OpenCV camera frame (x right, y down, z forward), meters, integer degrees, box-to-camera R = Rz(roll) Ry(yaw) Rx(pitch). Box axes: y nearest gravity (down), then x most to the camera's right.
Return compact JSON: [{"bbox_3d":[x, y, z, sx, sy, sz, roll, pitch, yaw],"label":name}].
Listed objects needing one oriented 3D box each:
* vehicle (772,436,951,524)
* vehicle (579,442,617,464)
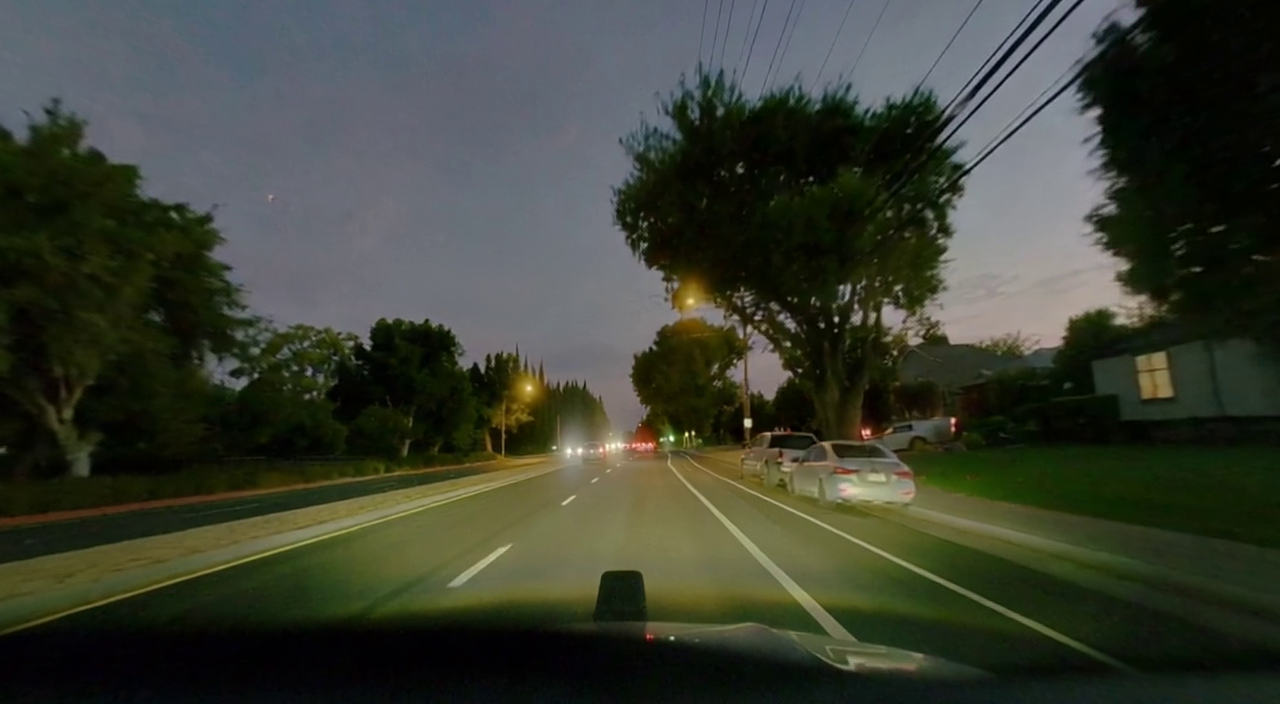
[{"bbox_3d":[4.416,2.618,13.555,2.241,1.536,4.682,0,-9,1],"label":"vehicle"},{"bbox_3d":[-2.847,6.970,43.677,2.084,1.466,4.522,-1,-9,3],"label":"vehicle"}]
